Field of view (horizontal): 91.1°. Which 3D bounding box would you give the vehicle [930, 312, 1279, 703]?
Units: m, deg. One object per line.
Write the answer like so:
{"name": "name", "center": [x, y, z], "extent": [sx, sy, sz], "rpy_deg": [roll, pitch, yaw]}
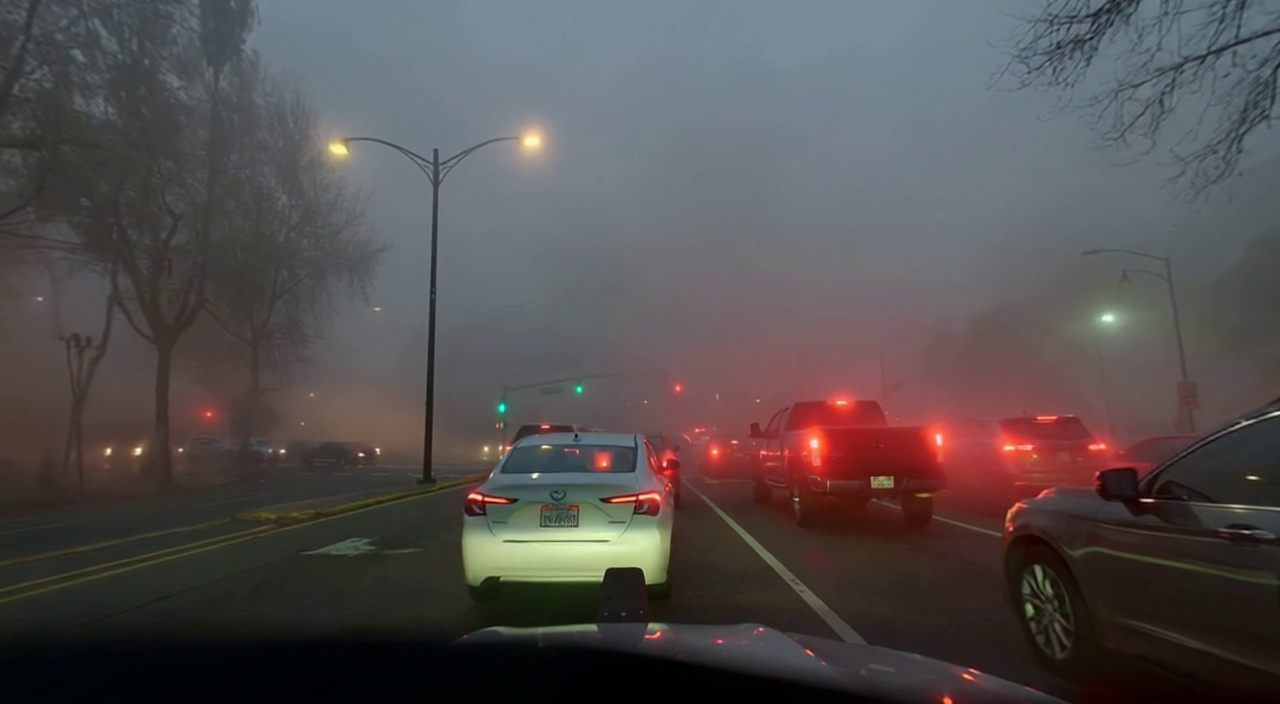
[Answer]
{"name": "vehicle", "center": [3.165, 0.756, 2.235], "extent": [2.024, 1.723, 4.714], "rpy_deg": [0, -8, 0]}

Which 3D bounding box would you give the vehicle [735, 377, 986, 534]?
{"name": "vehicle", "center": [3.527, 1.882, 11.776], "extent": [2.497, 2.186, 5.890], "rpy_deg": [0, -8, 0]}

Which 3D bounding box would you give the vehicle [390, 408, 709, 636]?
{"name": "vehicle", "center": [-0.576, 1.476, 6.478], "extent": [2.172, 1.536, 4.250], "rpy_deg": [0, -8, 1]}
